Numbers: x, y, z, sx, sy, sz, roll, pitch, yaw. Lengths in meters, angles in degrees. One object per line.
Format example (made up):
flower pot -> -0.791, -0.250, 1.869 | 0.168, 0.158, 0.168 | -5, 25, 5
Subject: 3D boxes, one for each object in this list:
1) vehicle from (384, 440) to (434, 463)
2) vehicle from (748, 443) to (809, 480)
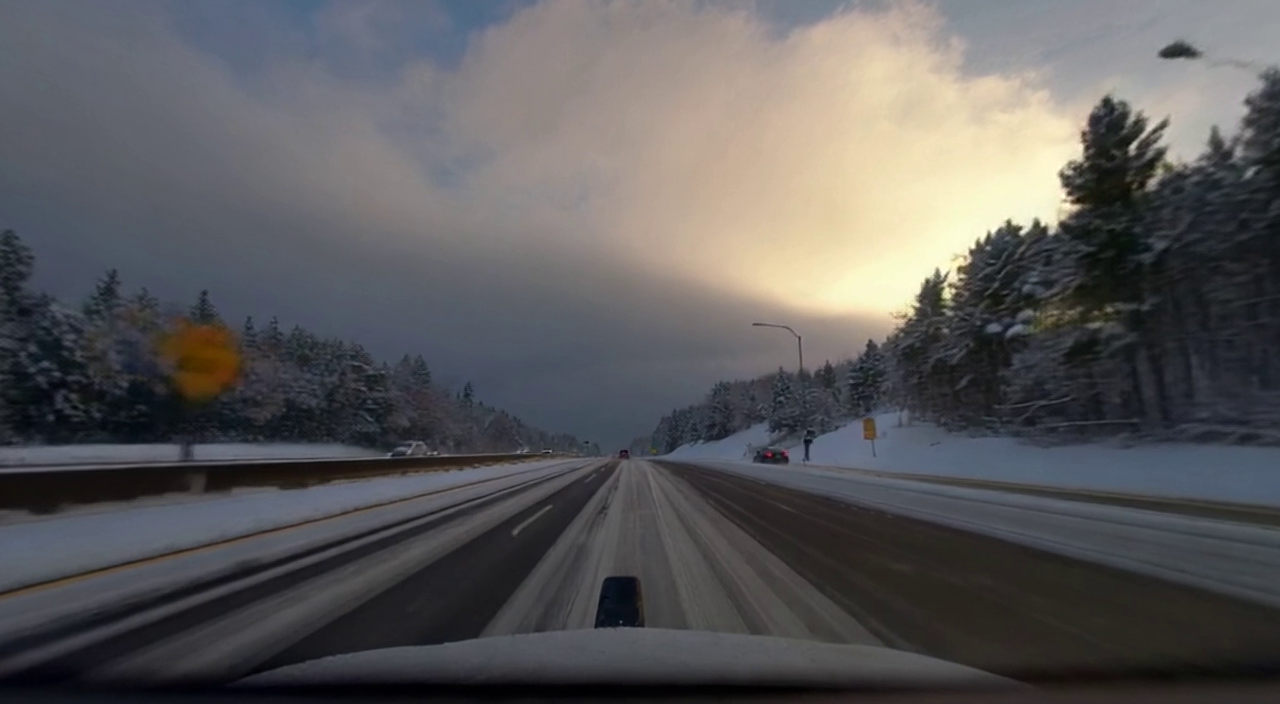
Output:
vehicle -> -17.774, 7.691, 48.902 | 2.118, 1.625, 4.530 | 0, -9, 0
vehicle -> 6.834, 5.433, 31.634 | 2.081, 1.705, 3.926 | 1, -9, -1
